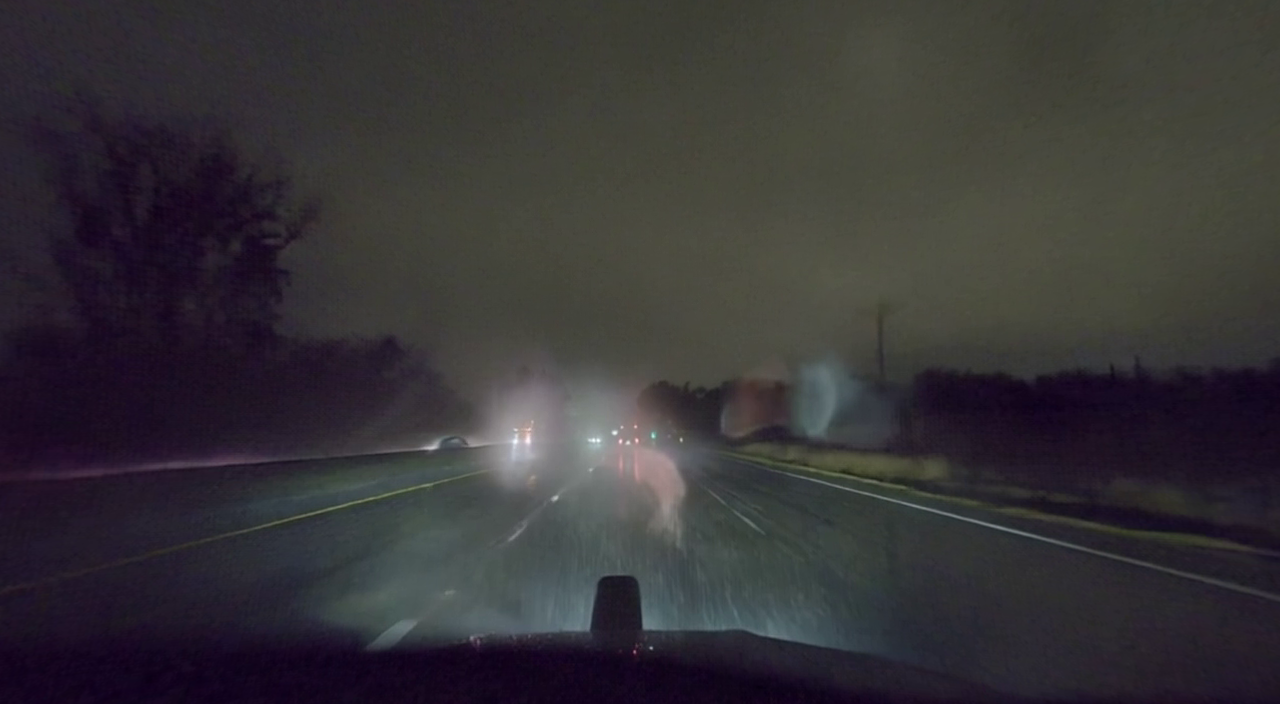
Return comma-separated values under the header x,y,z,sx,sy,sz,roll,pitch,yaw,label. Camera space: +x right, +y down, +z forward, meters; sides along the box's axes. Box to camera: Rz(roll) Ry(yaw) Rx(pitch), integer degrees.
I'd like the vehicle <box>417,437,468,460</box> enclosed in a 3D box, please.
x,y,z,sx,sy,sz,roll,pitch,yaw,label
-13.504,6.604,43.327,2.102,1.449,4.500,0,-8,-1,vehicle
